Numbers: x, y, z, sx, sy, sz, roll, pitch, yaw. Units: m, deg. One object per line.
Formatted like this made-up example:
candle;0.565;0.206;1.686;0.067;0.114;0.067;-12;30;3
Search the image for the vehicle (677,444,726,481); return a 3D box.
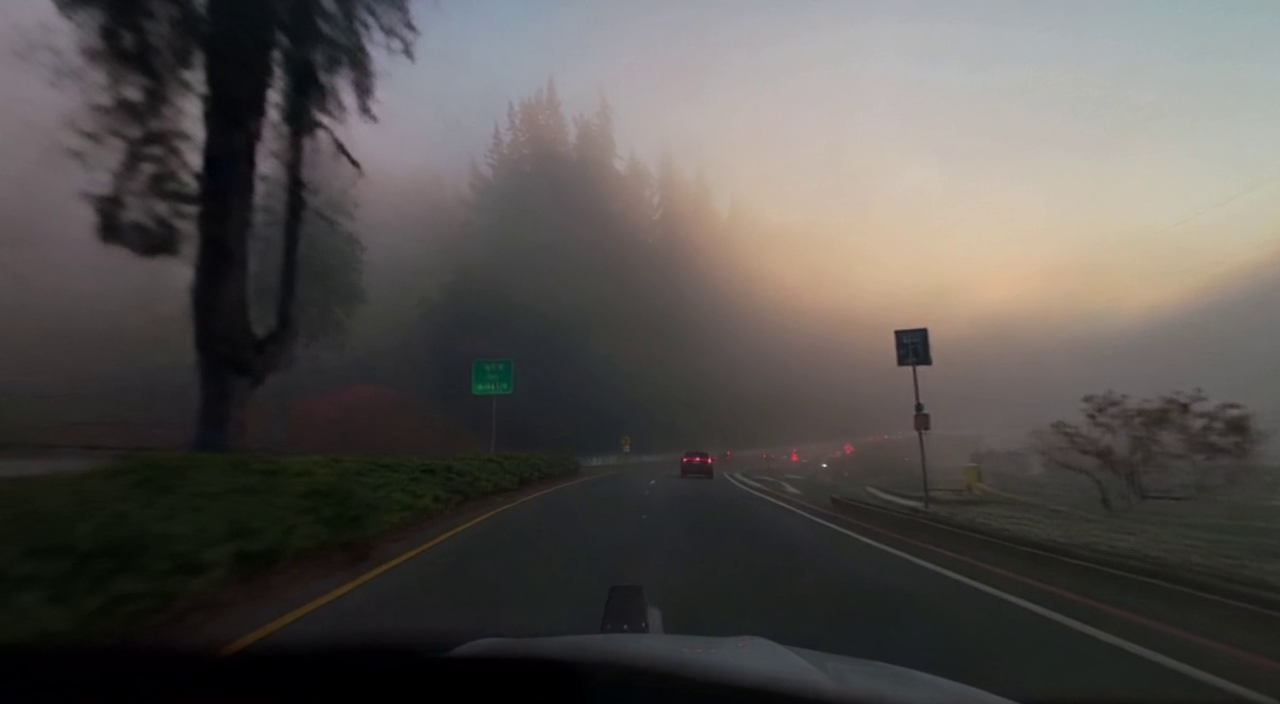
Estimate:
vehicle;2.627;4.804;27.836;1.956;1.473;4.640;-1;-8;3
